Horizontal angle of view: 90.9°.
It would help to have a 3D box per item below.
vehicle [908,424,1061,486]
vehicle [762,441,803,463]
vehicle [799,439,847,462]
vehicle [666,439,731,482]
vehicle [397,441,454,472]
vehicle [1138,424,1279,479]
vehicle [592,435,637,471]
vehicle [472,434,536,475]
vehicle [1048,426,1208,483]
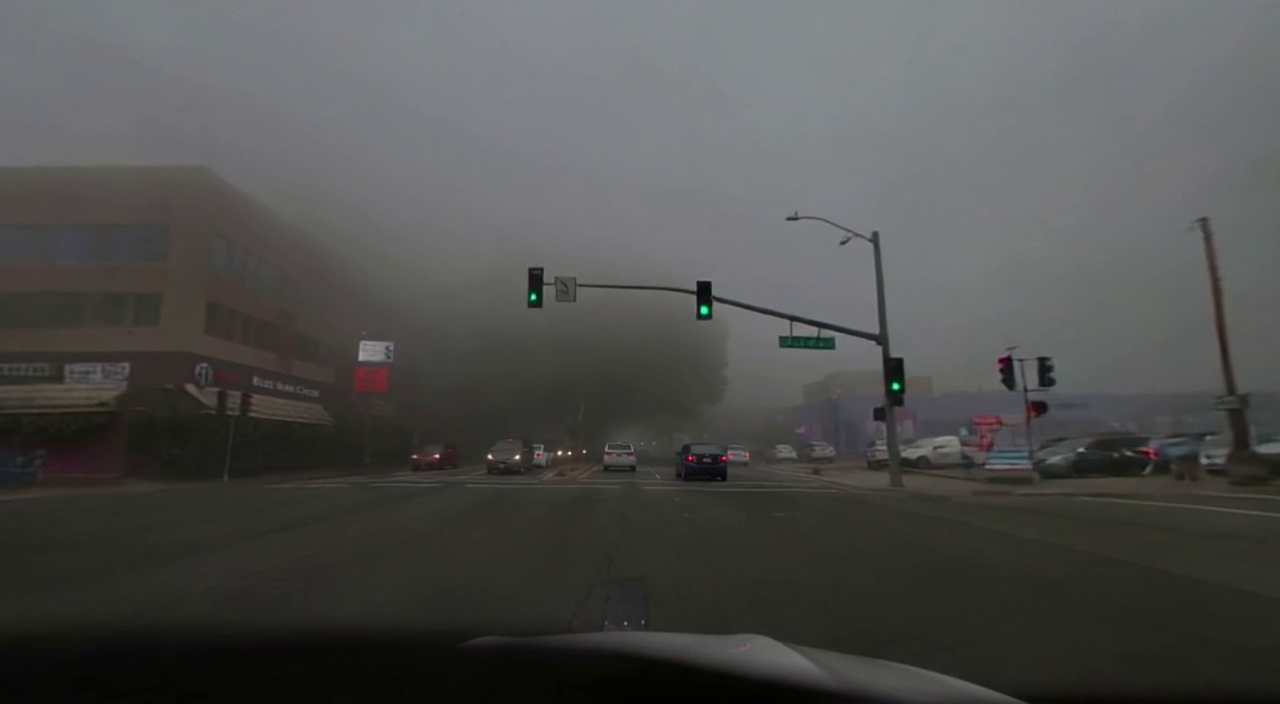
[{"bbox_3d":[11.897,3.593,22.294,2.304,1.907,4.844,0,-8,-6],"label":"vehicle"},{"bbox_3d":[11.015,7.719,48.970,2.058,1.493,4.612,-2,-8,0],"label":"vehicle"},{"bbox_3d":[14.108,7.605,48.894,2.007,1.642,5.001,-2,-8,-3],"label":"vehicle"},{"bbox_3d":[2.239,4.292,25.209,2.046,1.540,3.883,1,-8,-3],"label":"vehicle"},{"bbox_3d":[-13.384,6.528,39.569,2.106,1.779,4.467,0,-8,-1],"label":"vehicle"},{"bbox_3d":[20.496,3.488,22.317,2.143,1.731,4.290,0,-8,0],"label":"vehicle"},{"bbox_3d":[-1.369,5.517,34.586,2.301,1.837,4.411,0,-8,-2],"label":"vehicle"},{"bbox_3d":[-6.460,4.891,30.455,2.242,1.740,4.659,-1,-7,-2],"label":"vehicle"},{"bbox_3d":[17.204,3.643,22.621,2.020,1.796,4.600,-1,-8,0],"label":"vehicle"}]
